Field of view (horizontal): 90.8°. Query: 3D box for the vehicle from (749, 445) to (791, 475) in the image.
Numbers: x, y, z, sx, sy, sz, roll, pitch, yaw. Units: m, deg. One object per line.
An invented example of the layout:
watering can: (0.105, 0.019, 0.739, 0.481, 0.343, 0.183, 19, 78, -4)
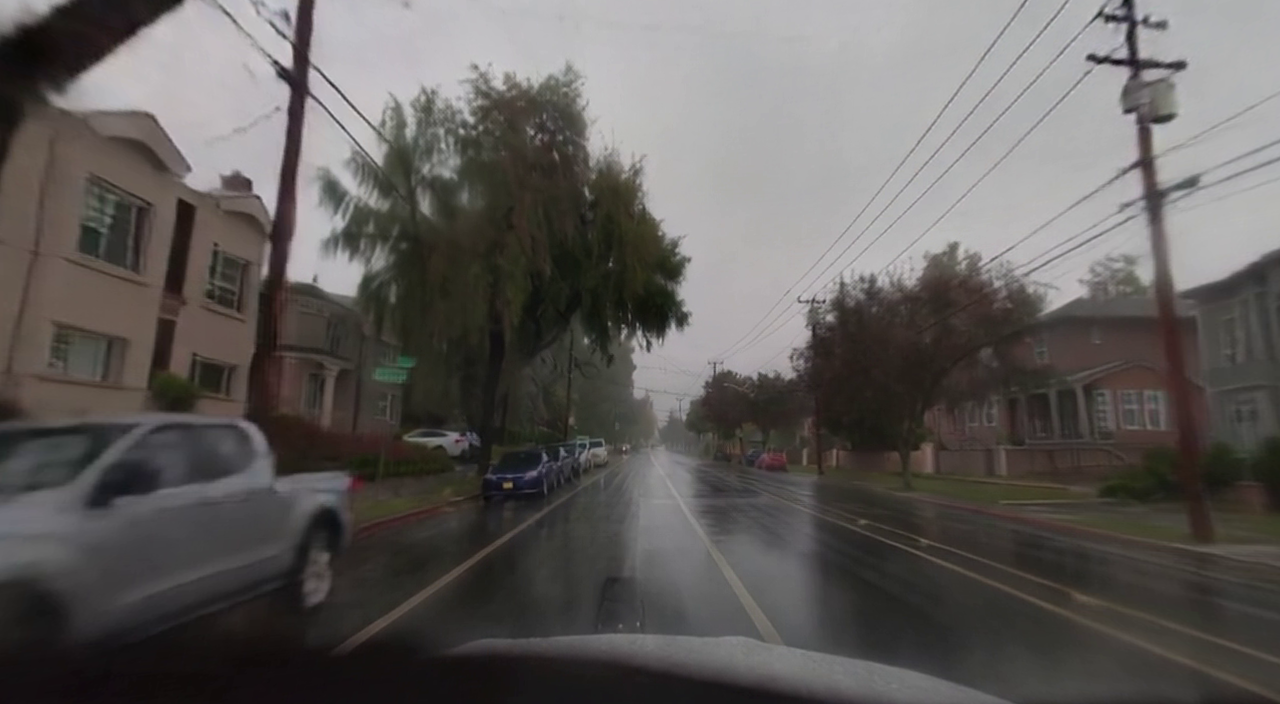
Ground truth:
vehicle: (9.817, 8.202, 48.102, 2.156, 1.882, 4.790, 7, -8, 2)

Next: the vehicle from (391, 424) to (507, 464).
vehicle: (-11.650, 5.658, 38.907, 6.180, 2.011, 2.493, 3, -8, 1)

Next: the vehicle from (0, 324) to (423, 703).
vehicle: (-3.726, 1.121, 4.559, 2.189, 1.887, 5.616, 0, -8, 1)

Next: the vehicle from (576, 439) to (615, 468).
vehicle: (-3.120, 7.263, 45.510, 2.290, 1.924, 5.536, -1, -9, 1)

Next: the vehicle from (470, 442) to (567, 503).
vehicle: (-3.505, 3.564, 19.174, 1.917, 1.516, 4.898, -2, -9, 1)
